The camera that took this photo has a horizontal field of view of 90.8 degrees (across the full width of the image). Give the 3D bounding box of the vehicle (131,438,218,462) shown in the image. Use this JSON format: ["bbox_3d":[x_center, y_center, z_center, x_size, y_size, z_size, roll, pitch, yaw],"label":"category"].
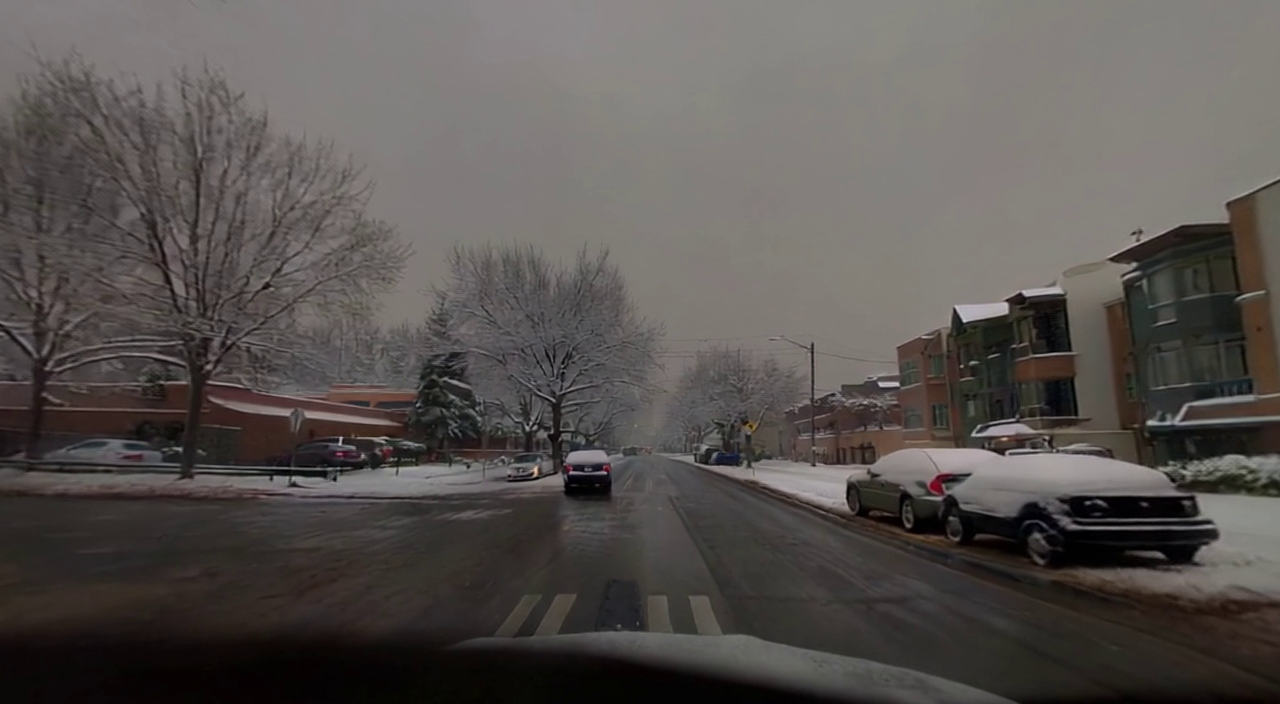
[{"bbox_3d":[-32.131,6.775,43.674,4.410,1.611,1.880,0,-9,-2],"label":"vehicle"}]

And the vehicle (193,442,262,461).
[{"bbox_3d":[-32.323,7.799,49.529,4.101,1.412,1.784,0,-9,-2],"label":"vehicle"}]

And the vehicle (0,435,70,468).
[{"bbox_3d":[-31.971,5.068,32.247,3.915,1.574,1.850,0,-9,3],"label":"vehicle"}]

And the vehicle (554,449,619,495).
[{"bbox_3d":[-1.876,4.223,22.705,2.065,1.450,4.522,1,-9,-4],"label":"vehicle"}]

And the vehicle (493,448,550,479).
[{"bbox_3d":[-6.240,5.923,33.860,2.049,1.490,4.501,0,-9,2],"label":"vehicle"}]

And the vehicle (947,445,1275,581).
[{"bbox_3d":[6.545,2.049,8.789,4.097,1.476,1.864,4,-9,-26],"label":"vehicle"}]

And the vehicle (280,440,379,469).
[{"bbox_3d":[-18.553,6.158,37.958,4.892,1.679,1.927,1,-9,-7],"label":"vehicle"}]
